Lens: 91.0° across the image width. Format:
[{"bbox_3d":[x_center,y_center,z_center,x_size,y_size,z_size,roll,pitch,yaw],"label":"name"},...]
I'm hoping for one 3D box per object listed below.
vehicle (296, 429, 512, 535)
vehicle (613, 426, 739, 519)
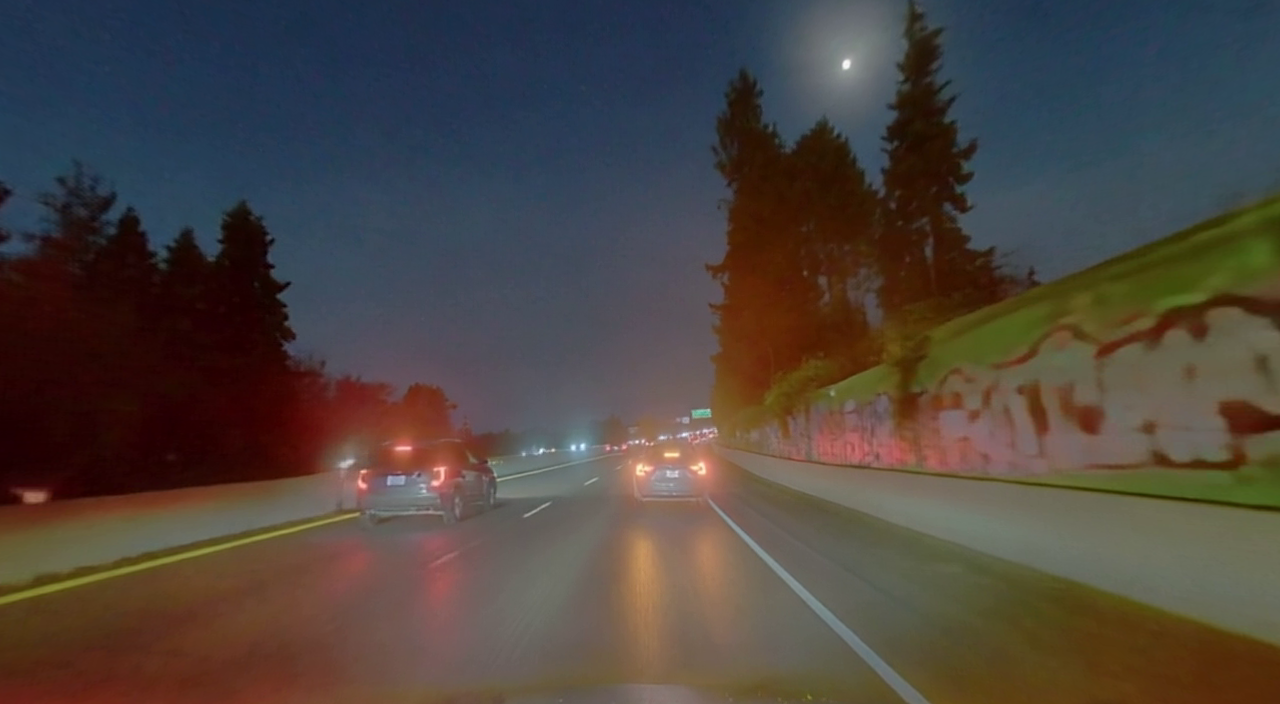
[{"bbox_3d":[-3.762,2.129,11.014,2.059,1.471,4.152,0,-8,2],"label":"vehicle"},{"bbox_3d":[0.620,2.280,12.416,2.077,1.533,3.854,0,-8,1],"label":"vehicle"}]
